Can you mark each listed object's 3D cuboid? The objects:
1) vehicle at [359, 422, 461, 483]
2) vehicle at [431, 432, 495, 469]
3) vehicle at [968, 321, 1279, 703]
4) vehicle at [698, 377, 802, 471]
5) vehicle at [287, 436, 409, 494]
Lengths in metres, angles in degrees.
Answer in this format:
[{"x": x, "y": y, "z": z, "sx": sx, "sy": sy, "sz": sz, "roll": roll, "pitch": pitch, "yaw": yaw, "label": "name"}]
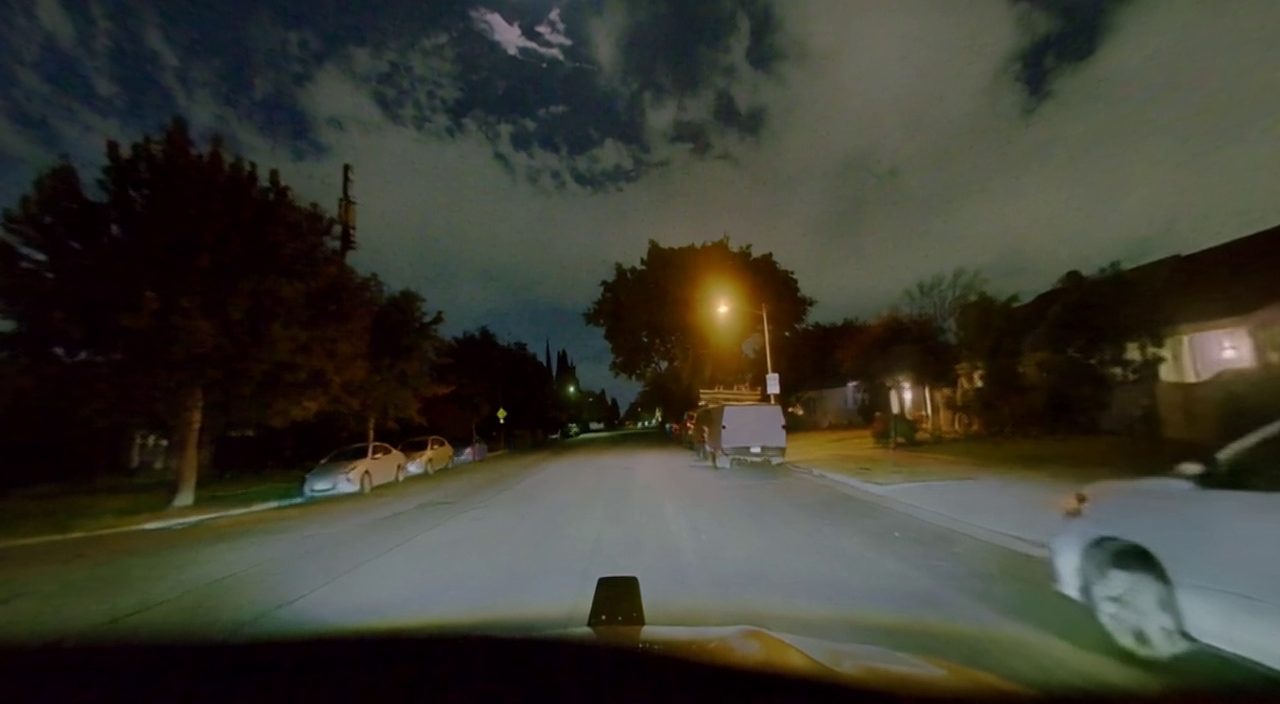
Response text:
[{"x": -8.600, "y": 3.750, "z": 24.115, "sx": 2.163, "sy": 1.841, "sz": 4.679, "roll": -6, "pitch": -7, "yaw": -2, "label": "vehicle"}, {"x": -8.399, "y": 4.655, "z": 30.261, "sx": 1.839, "sy": 1.384, "sz": 4.124, "roll": -7, "pitch": -7, "yaw": -2, "label": "vehicle"}, {"x": 3.548, "y": 0.677, "z": 2.129, "sx": 2.079, "sy": 1.681, "sz": 4.933, "roll": 0, "pitch": -8, "yaw": -2, "label": "vehicle"}, {"x": 3.060, "y": 2.146, "z": 18.493, "sx": 2.233, "sy": 2.453, "sz": 3.787, "roll": 0, "pitch": -8, "yaw": -1, "label": "vehicle"}, {"x": -8.398, "y": 3.252, "z": 18.614, "sx": 1.821, "sy": 1.476, "sz": 4.060, "roll": 0, "pitch": -8, "yaw": -3, "label": "vehicle"}]
